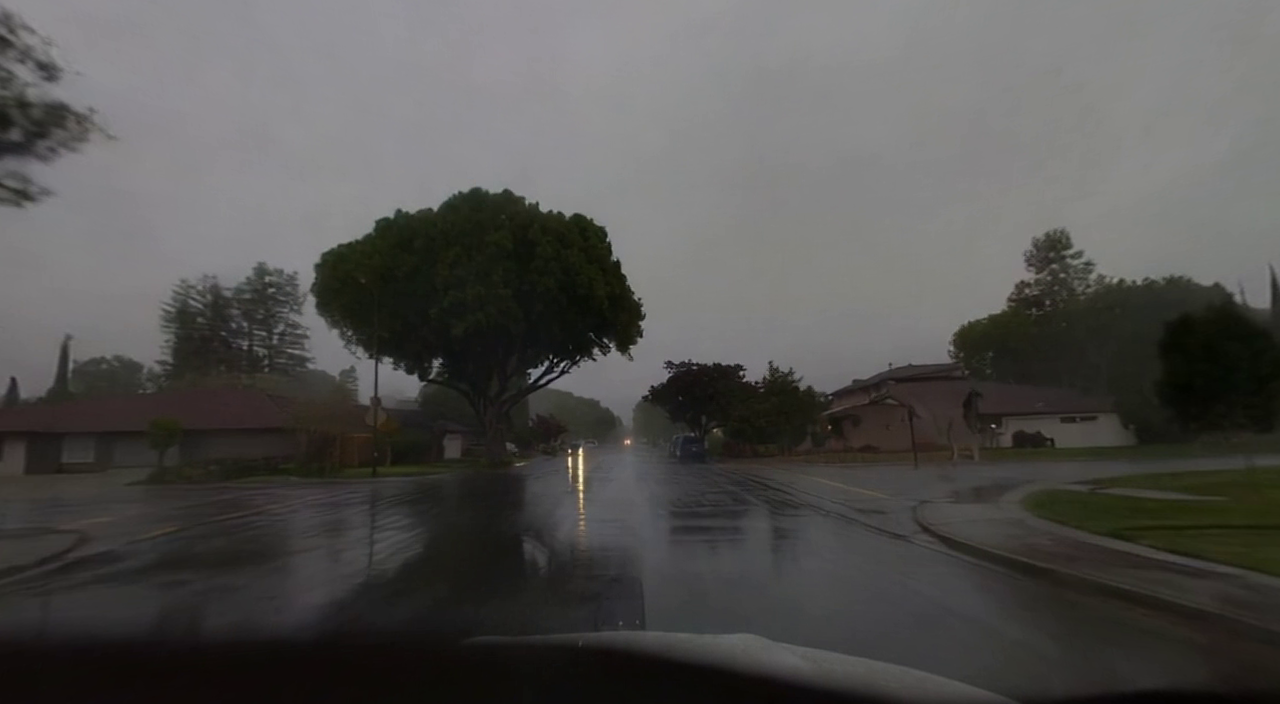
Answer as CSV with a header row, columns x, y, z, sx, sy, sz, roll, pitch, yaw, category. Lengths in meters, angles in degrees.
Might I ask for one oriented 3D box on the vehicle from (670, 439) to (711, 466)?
x,y,z,sx,sy,sz,roll,pitch,yaw,category
2.919,5.928,37.335,1.881,1.487,4.183,0,-8,-3,vehicle
